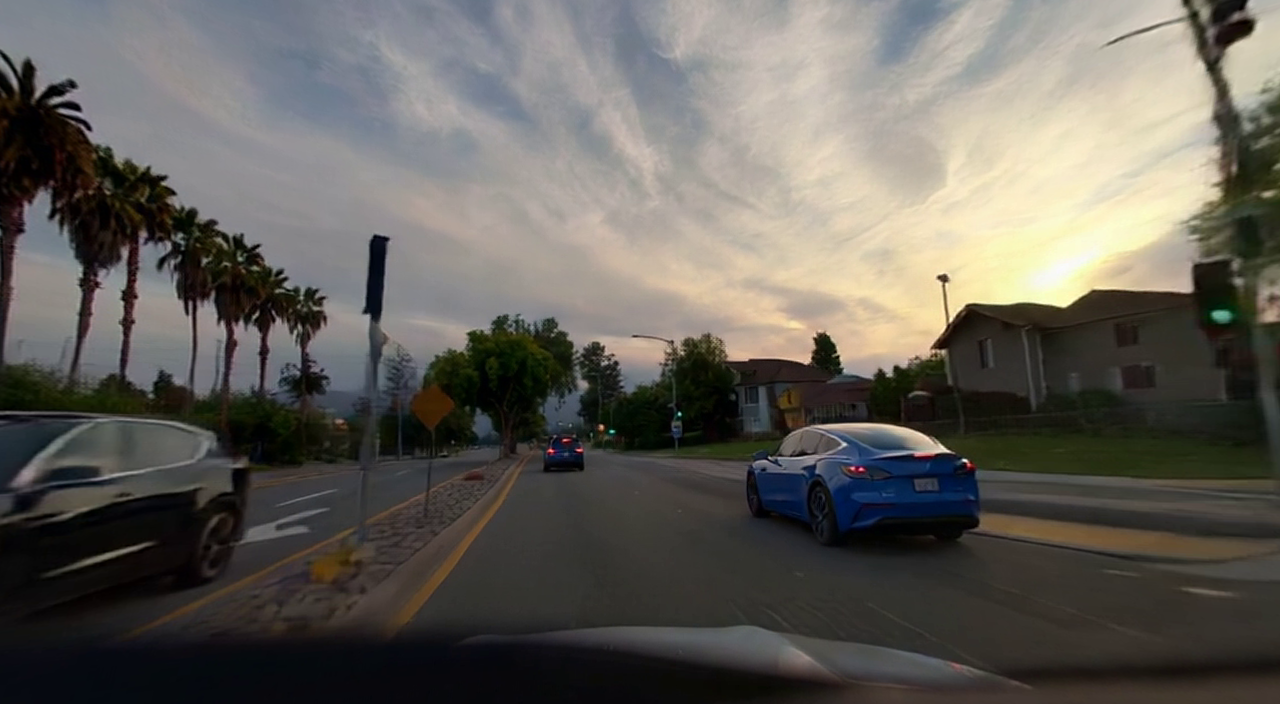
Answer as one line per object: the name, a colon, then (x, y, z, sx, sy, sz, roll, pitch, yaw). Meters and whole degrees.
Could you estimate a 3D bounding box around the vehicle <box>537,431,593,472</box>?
vehicle: (-3.539, 4.597, 29.256, 2.341, 1.709, 4.466, 1, -9, -10)

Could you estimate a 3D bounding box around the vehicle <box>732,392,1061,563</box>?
vehicle: (3.178, 1.726, 9.431, 2.205, 1.803, 5.135, 0, -9, -7)

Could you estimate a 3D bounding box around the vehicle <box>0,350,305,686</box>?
vehicle: (-5.014, 1.203, 5.159, 2.283, 1.878, 5.384, 1, -9, -9)
